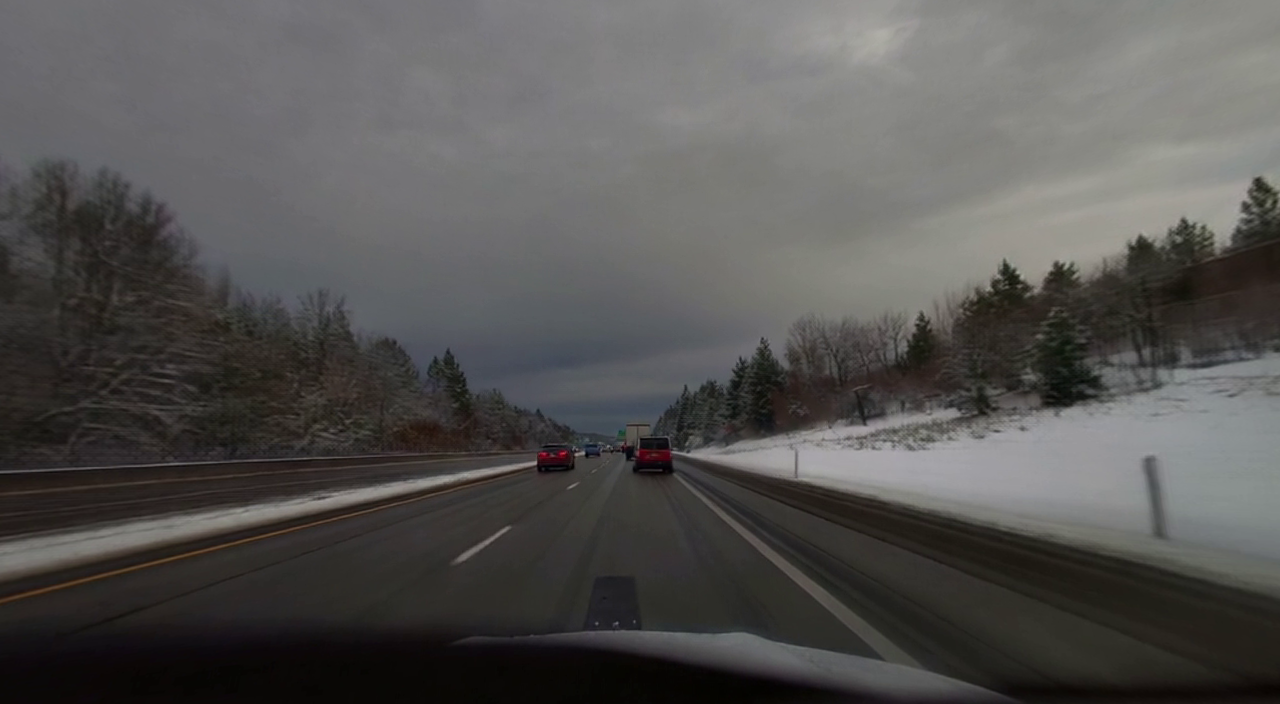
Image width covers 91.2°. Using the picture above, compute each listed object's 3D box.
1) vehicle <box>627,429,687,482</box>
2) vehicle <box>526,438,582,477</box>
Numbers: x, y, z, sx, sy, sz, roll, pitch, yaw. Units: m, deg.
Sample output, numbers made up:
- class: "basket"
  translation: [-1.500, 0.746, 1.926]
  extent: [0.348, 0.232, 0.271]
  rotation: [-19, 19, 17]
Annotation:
- class: "vehicle"
  translation: [0.588, 4.205, 25.586]
  extent: [2.179, 1.930, 4.538]
  rotation: [0, -9, -1]
- class: "vehicle"
  translation: [-4.034, 5.040, 30.046]
  extent: [2.088, 1.688, 4.365]
  rotation: [0, -9, 0]
